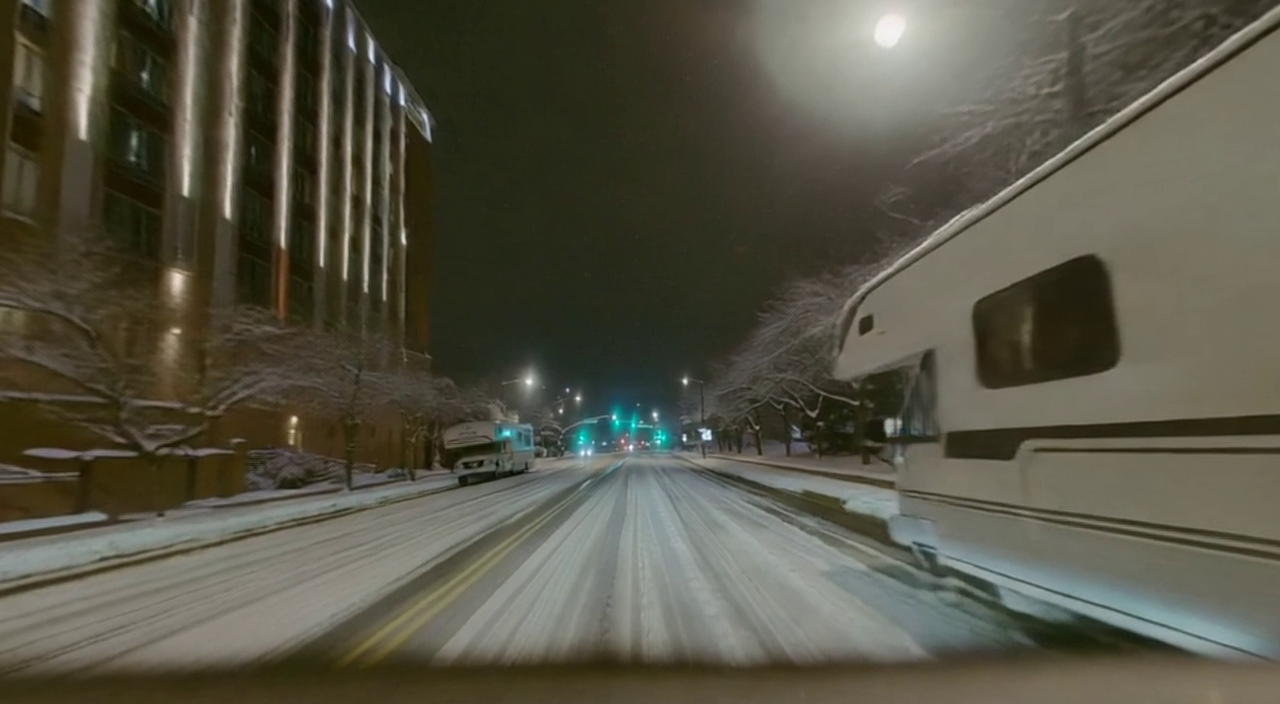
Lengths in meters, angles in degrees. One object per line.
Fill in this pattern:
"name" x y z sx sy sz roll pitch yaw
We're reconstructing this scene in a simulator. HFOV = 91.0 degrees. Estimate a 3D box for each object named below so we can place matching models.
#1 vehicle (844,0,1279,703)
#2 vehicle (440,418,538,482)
"vehicle" 3.746 0.082 1.932 3.074 3.099 8.805 1 -8 -2
"vehicle" -7.251 4.810 31.597 3.108 2.771 7.999 0 -8 -1
